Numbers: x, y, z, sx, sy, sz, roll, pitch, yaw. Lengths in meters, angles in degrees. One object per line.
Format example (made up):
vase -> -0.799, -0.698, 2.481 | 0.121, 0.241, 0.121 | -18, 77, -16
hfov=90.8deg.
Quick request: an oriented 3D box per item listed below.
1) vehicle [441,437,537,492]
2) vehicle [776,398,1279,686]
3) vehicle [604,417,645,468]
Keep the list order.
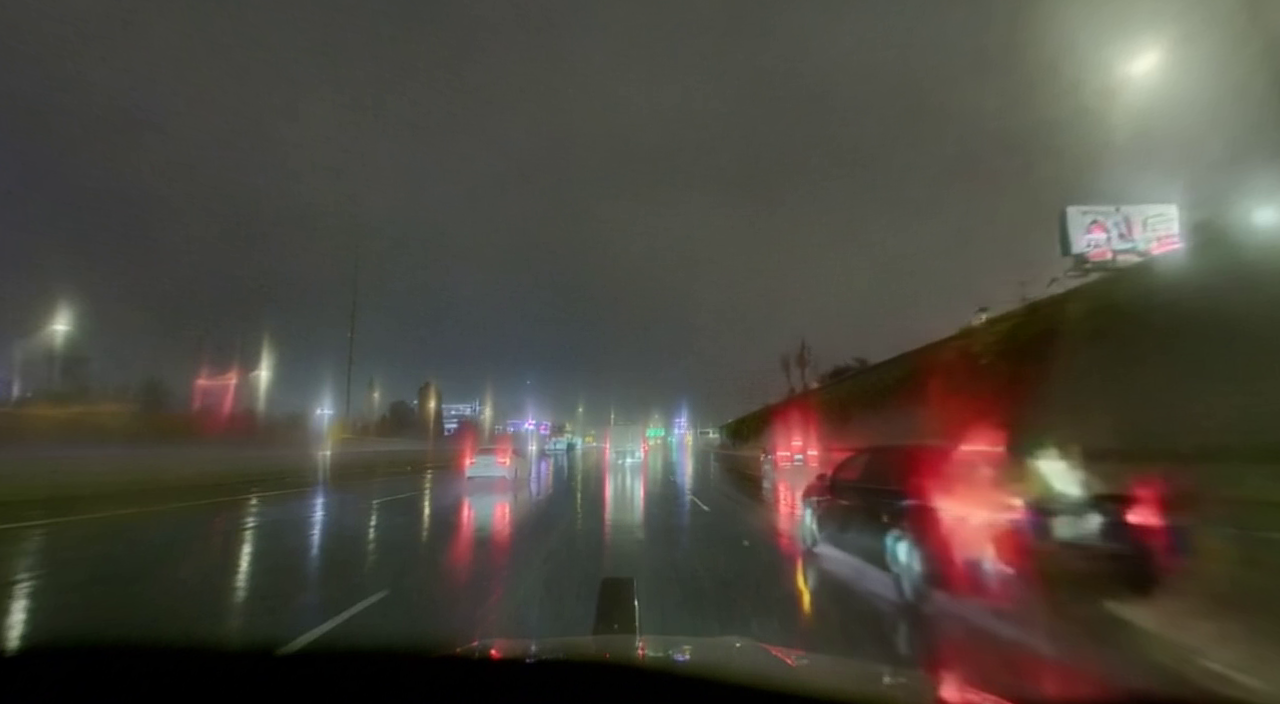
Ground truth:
vehicle -> -4.807, 3.643, 20.910 | 2.021, 1.598, 4.887 | 0, -8, -1
vehicle -> 2.955, 1.408, 5.929 | 2.175, 1.598, 4.584 | 0, -8, -2
vehicle -> -1.008, 5.780, 40.245 | 2.364, 2.953, 6.495 | 0, -8, -2
